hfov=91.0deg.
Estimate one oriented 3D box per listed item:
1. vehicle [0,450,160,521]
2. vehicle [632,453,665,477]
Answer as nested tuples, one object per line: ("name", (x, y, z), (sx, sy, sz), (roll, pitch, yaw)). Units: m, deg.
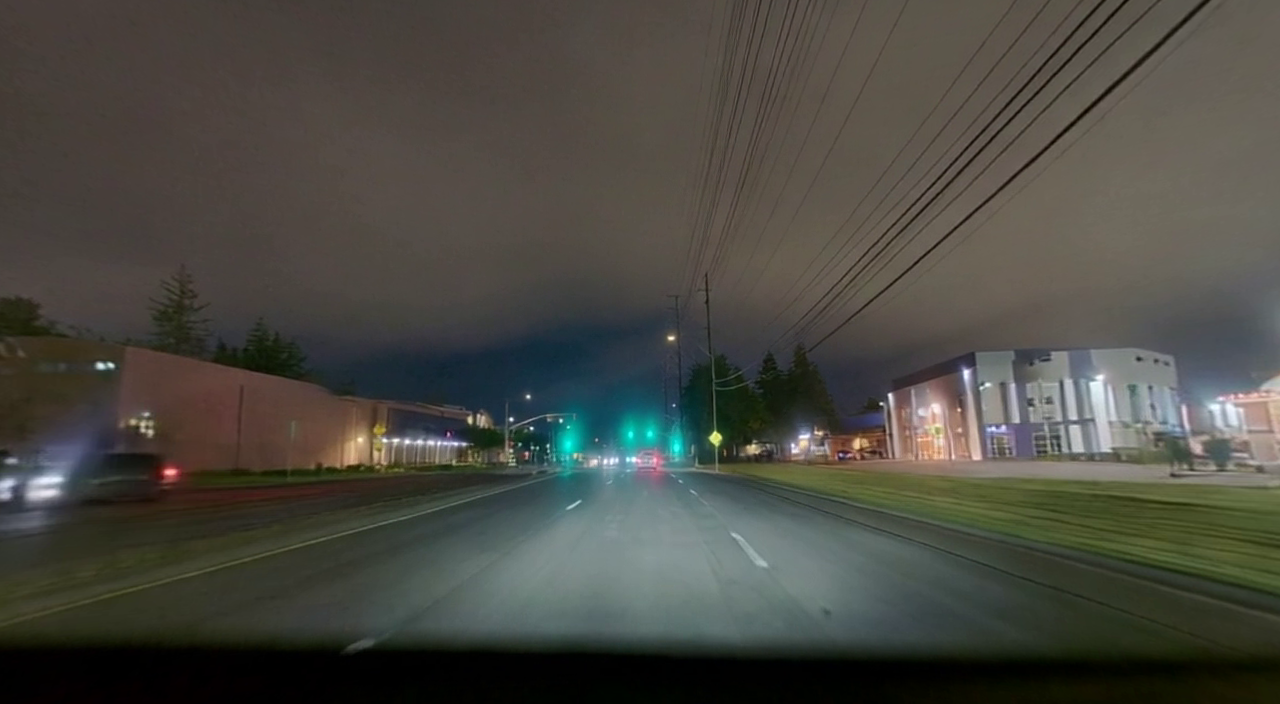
("vehicle", (-14.363, 3.138, 15.312), (1.831, 1.474, 4.352), (0, -9, 1))
("vehicle", (0.581, 7.652, 42.826), (2.114, 1.492, 4.453), (0, -9, 0))
